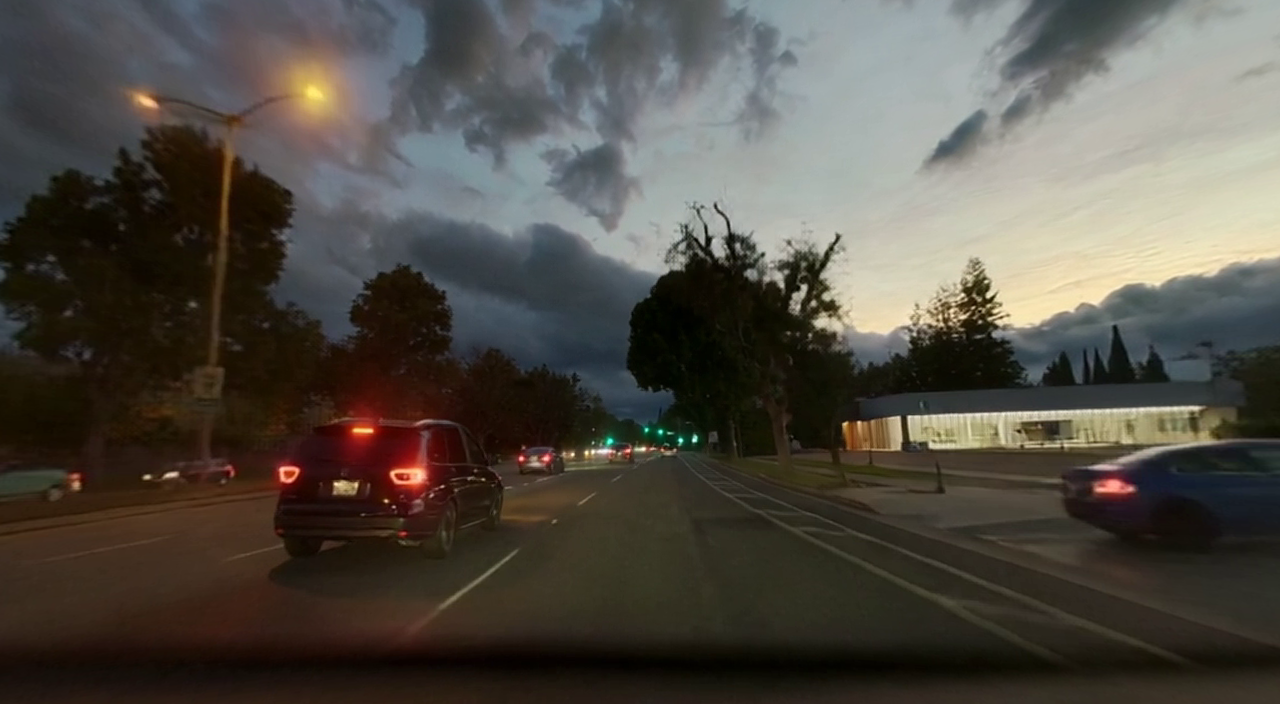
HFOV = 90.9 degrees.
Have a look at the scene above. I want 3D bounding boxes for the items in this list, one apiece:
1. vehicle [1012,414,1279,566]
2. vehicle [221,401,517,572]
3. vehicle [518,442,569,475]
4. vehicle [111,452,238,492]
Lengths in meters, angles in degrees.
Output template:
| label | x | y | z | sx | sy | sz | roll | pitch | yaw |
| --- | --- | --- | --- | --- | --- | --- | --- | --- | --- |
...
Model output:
| label | x | y | z | sx | sy | sz | roll | pitch | yaw |
| --- | --- | --- | --- | --- | --- | --- | --- | --- | --- |
| vehicle | 7.785 | 1.659 | 7.909 | 4.824 | 1.646 | 2.077 | -1 | -9 | 9 |
| vehicle | -3.253 | 1.722 | 8.785 | 2.123 | 1.761 | 4.322 | 0 | -9 | 1 |
| vehicle | -5.377 | 5.962 | 35.565 | 1.985 | 1.708 | 4.310 | -1 | -9 | 3 |
| vehicle | -22.134 | 5.706 | 30.271 | 2.370 | 1.705 | 4.599 | -1 | -9 | 4 |
